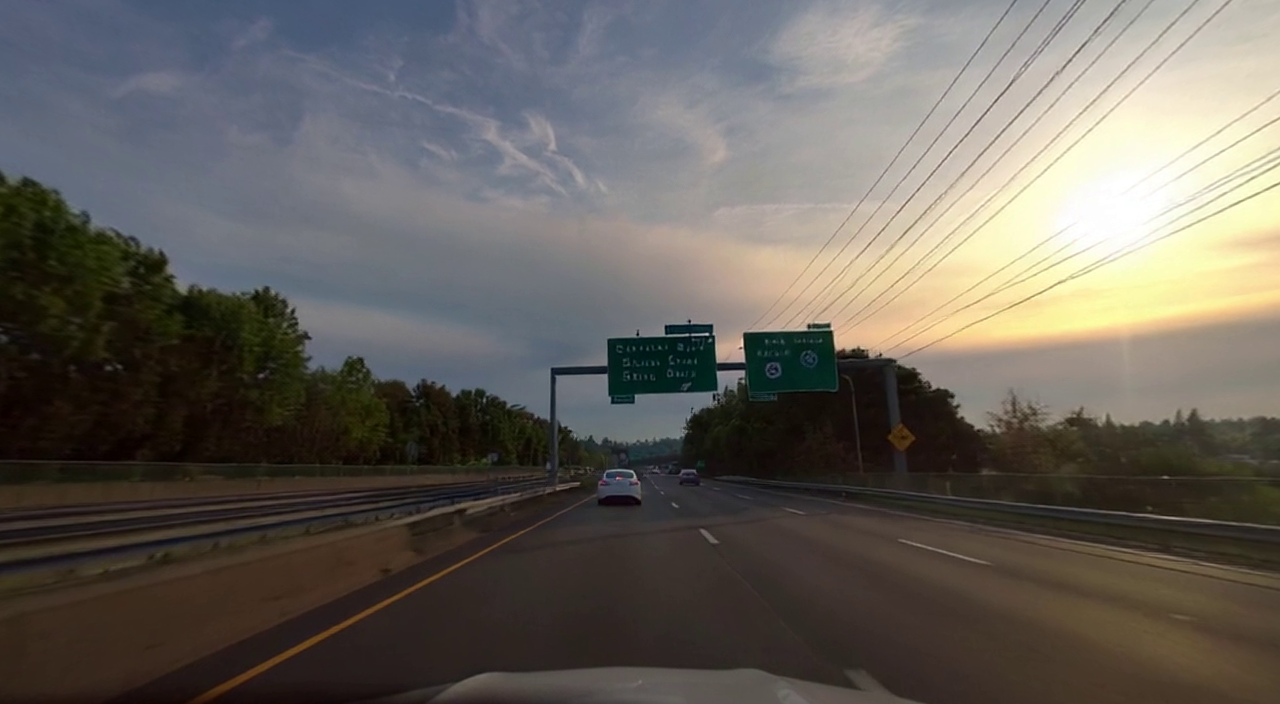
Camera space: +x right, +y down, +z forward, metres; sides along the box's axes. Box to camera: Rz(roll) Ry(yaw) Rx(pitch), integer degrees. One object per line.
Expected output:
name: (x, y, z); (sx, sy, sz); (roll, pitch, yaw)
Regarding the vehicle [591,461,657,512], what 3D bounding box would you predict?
vehicle: (-0.478, 4.431, 21.019); (1.987, 1.480, 3.786); (1, -10, 0)
